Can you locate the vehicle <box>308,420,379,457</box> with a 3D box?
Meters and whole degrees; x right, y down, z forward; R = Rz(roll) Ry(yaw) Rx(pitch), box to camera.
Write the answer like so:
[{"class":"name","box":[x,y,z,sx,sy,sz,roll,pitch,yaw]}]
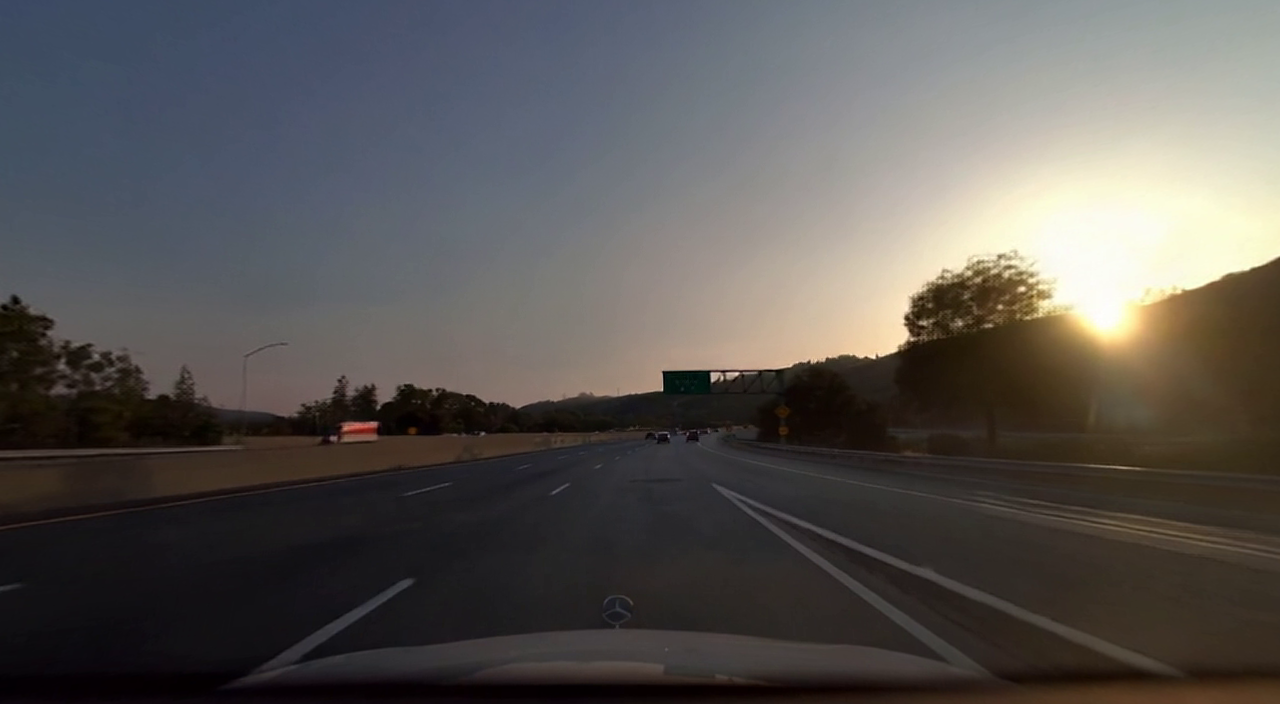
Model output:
[{"class":"vehicle","box":[-22.750,6.654,48.576,2.365,2.672,6.114,0,-8,2]}]
